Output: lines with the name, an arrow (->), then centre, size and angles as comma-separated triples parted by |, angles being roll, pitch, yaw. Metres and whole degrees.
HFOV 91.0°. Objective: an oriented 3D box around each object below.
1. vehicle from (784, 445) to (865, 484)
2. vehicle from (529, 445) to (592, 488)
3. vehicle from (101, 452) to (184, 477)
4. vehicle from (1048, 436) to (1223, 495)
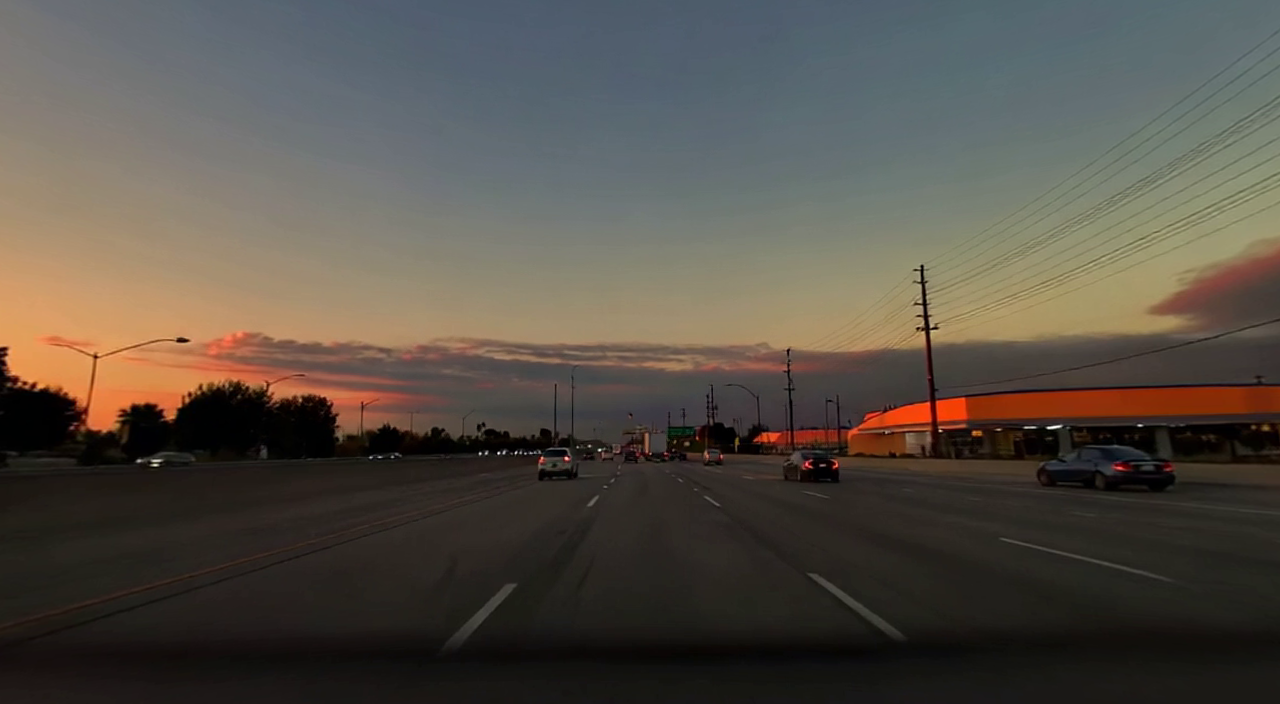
vehicle -> 7.682, 4.700, 26.675 | 1.980, 1.501, 4.433 | 0, -9, -2
vehicle -> -2.999, 4.415, 24.581 | 1.929, 1.521, 4.097 | 0, -9, 0
vehicle -> -35.608, 8.027, 45.231 | 1.960, 1.618, 4.852 | 0, -9, 1
vehicle -> 16.649, 3.805, 21.529 | 2.201, 1.785, 4.399 | 1, -9, -3
